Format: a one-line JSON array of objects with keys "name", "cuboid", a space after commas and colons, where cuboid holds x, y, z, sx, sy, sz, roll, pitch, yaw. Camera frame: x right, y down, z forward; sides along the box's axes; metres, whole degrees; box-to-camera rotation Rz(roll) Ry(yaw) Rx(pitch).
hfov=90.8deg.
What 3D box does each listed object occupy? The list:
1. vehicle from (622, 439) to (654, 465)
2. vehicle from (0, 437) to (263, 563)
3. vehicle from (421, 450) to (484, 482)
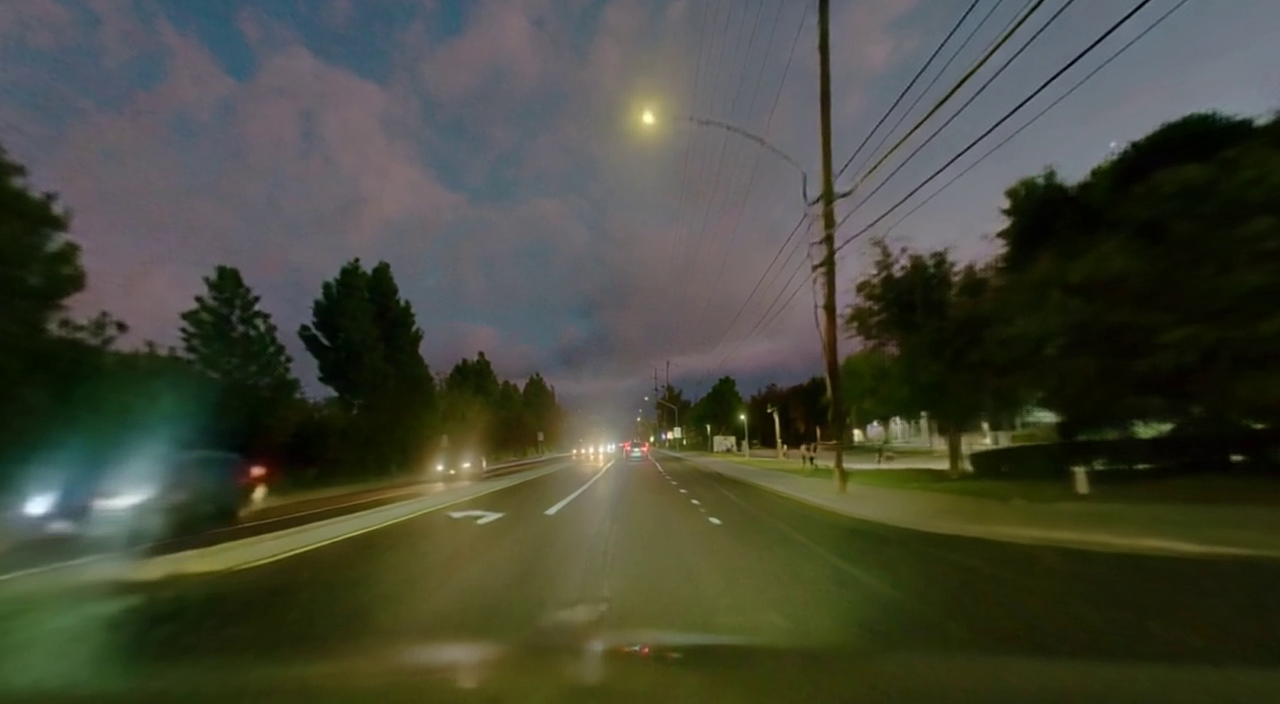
[{"name": "vehicle", "cuboid": [-0.169, 7.065, 44.927, 2.163, 1.746, 4.073, 0, -8, -1]}, {"name": "vehicle", "cuboid": [-9.122, 2.445, 11.286, 2.084, 1.760, 4.438, 0, -8, -1]}, {"name": "vehicle", "cuboid": [-9.353, 5.696, 31.905, 1.867, 1.456, 4.251, 0, -8, 0]}]
